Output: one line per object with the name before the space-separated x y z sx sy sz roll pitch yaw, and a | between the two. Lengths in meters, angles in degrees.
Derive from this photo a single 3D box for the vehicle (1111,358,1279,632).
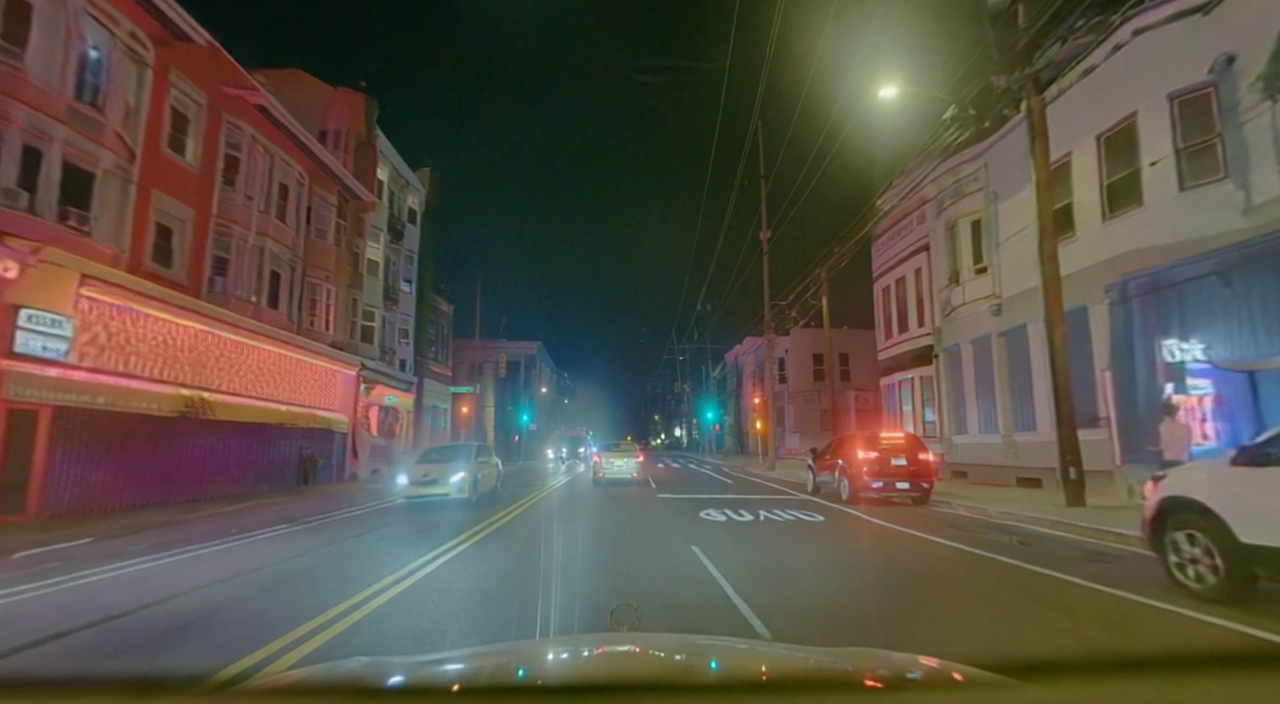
vehicle | 6.071 0.940 3.780 2.208 2.106 5.496 -1 -8 0

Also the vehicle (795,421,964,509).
vehicle | 6.007 2.914 16.864 2.197 1.917 5.637 0 -8 -1

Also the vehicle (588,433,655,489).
vehicle | -0.584 3.515 20.748 1.980 1.635 3.795 -1 -8 -1

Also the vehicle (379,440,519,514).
vehicle | -4.435 2.947 15.504 2.181 1.500 4.319 -1 -8 -1
